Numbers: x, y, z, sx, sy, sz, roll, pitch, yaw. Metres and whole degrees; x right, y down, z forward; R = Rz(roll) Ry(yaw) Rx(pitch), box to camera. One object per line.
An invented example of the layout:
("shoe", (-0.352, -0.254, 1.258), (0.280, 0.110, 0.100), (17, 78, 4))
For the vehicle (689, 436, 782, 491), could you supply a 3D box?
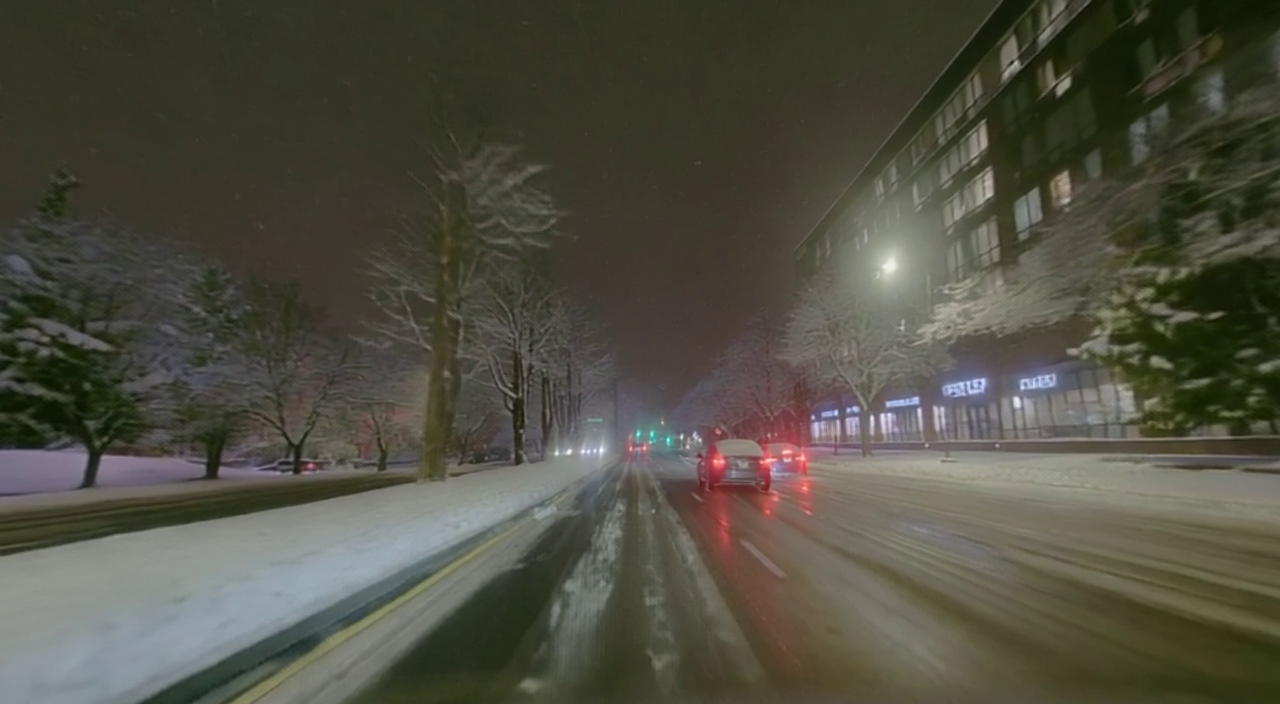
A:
("vehicle", (2.805, 3.414, 19.723), (2.131, 1.491, 4.496), (0, -8, -1))
